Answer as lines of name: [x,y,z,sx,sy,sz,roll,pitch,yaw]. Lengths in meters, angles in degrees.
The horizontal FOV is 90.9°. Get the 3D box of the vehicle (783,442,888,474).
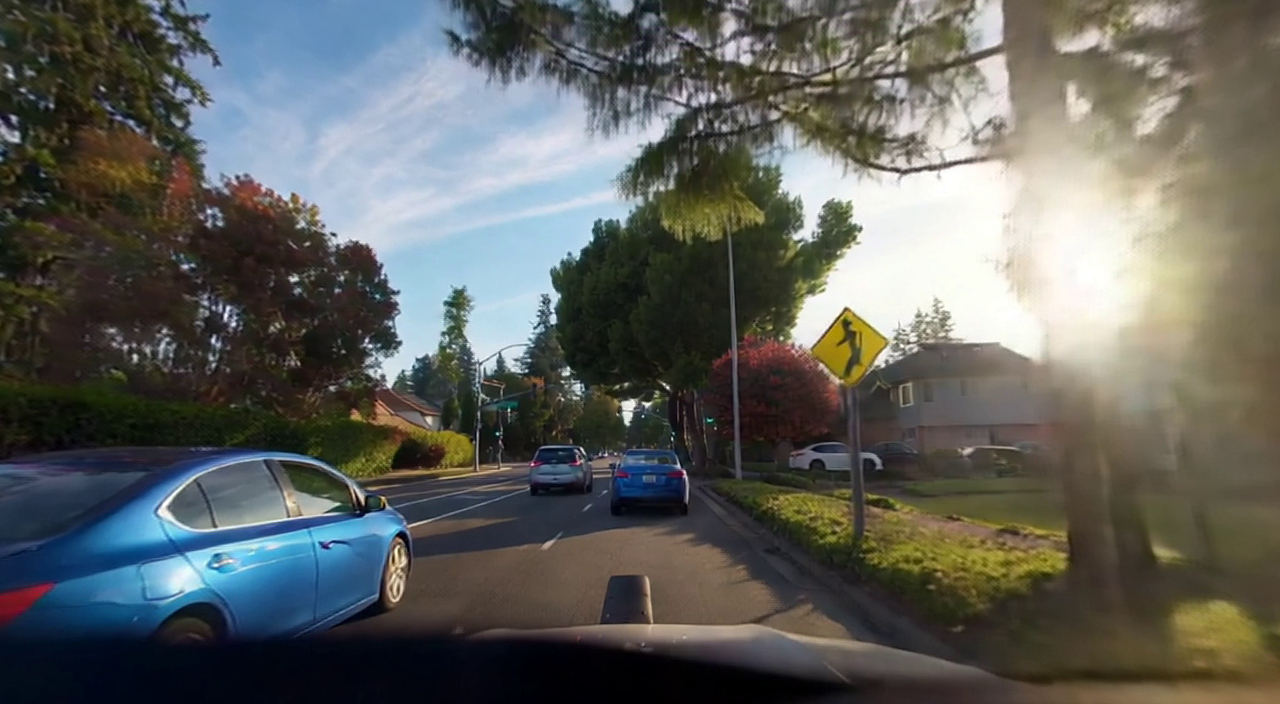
vehicle: [9.501,5.179,30.907,4.456,1.504,1.914,0,-9,0]

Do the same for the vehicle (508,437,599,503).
vehicle: [-2.475,3.504,19.115,2.000,1.737,4.133,0,-9,2]

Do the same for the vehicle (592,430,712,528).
vehicle: [0.242,2.550,13.179,2.120,1.718,3.909,0,-9,1]

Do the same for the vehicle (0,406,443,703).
vehicle: [-2.843,1.131,3.349,1.968,1.472,4.685,0,-9,2]
